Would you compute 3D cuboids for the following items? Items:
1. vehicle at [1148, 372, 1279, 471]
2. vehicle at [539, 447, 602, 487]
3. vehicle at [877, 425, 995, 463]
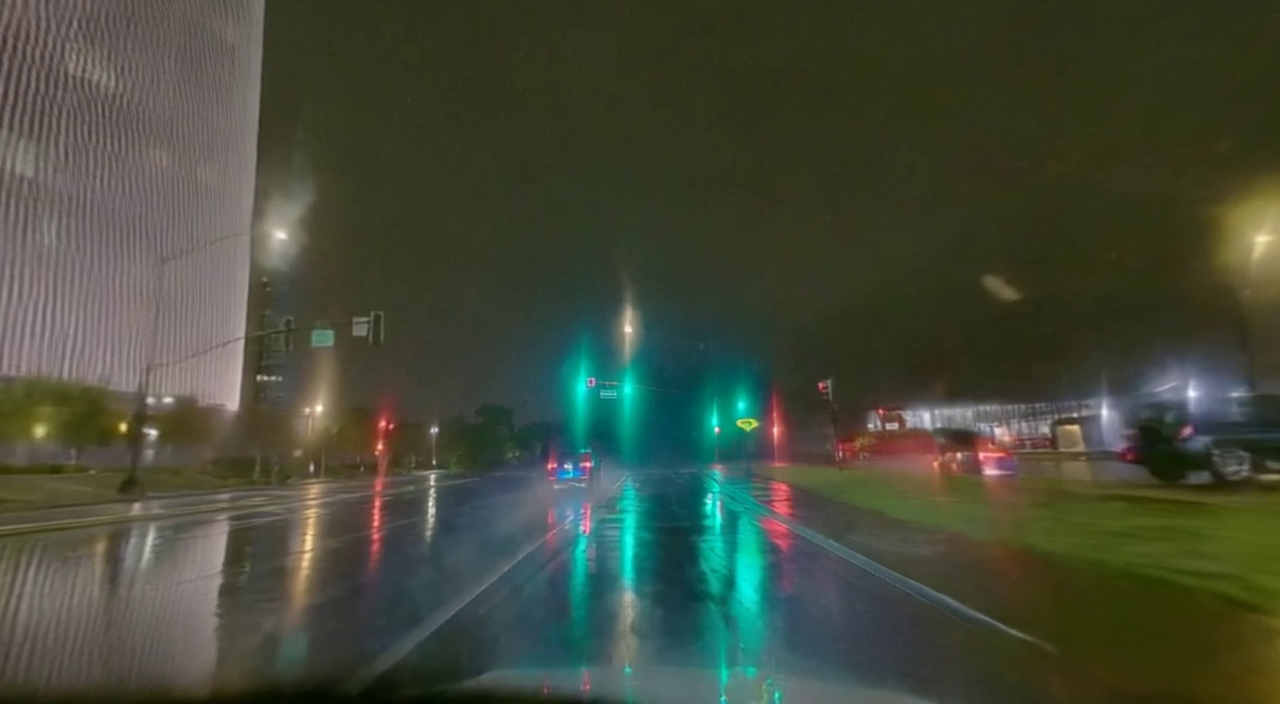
[{"bbox_3d":[13.351,1.380,12.308,4.904,1.755,2.114,0,-9,1],"label":"vehicle"},{"bbox_3d":[-2.788,4.741,26.330,1.971,1.486,4.380,-1,-9,2],"label":"vehicle"},{"bbox_3d":[12.868,4.028,27.579,4.120,1.558,1.959,0,-9,0],"label":"vehicle"}]
